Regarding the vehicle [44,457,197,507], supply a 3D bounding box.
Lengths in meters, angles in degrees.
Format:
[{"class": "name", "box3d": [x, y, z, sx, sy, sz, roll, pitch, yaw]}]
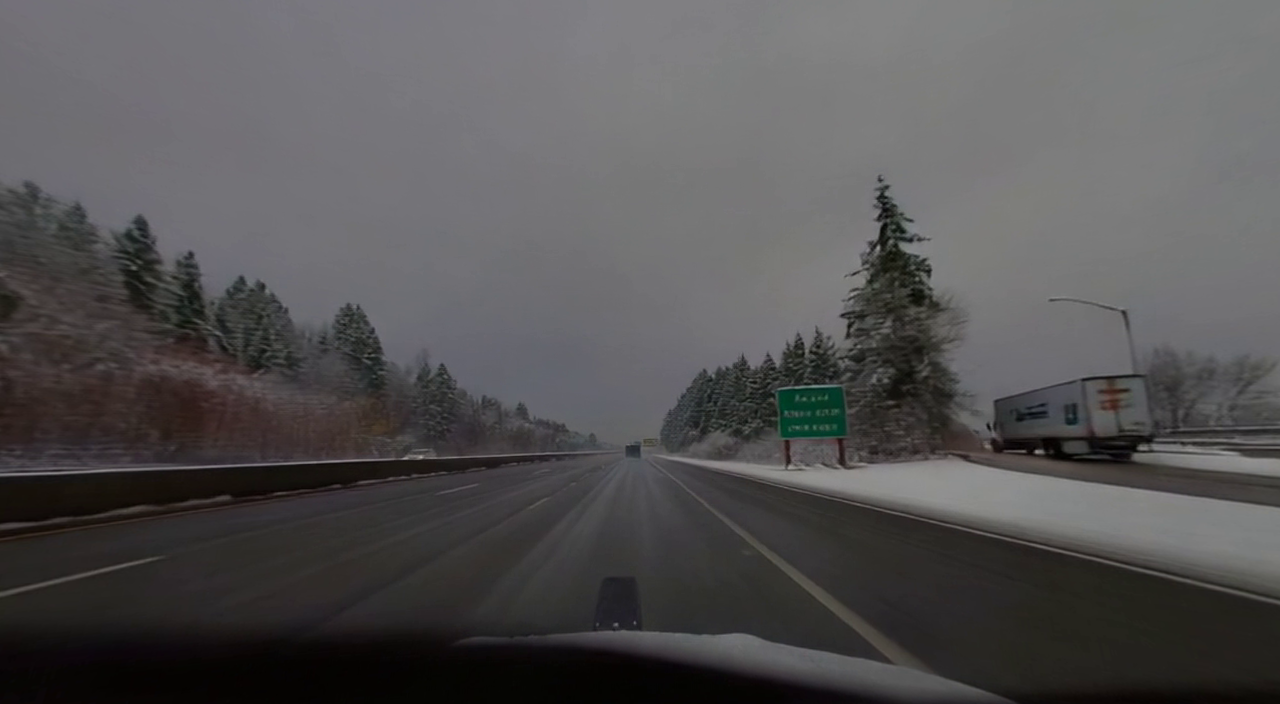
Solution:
[{"class": "vehicle", "box3d": [-17.657, 4.389, 21.596, 1.788, 1.470, 3.980, -1, -9, 2]}]

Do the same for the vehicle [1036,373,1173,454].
[{"class": "vehicle", "box3d": [26.228, 3.759, 36.086, 2.946, 4.034, 8.673, -3, -9, 14]}]
